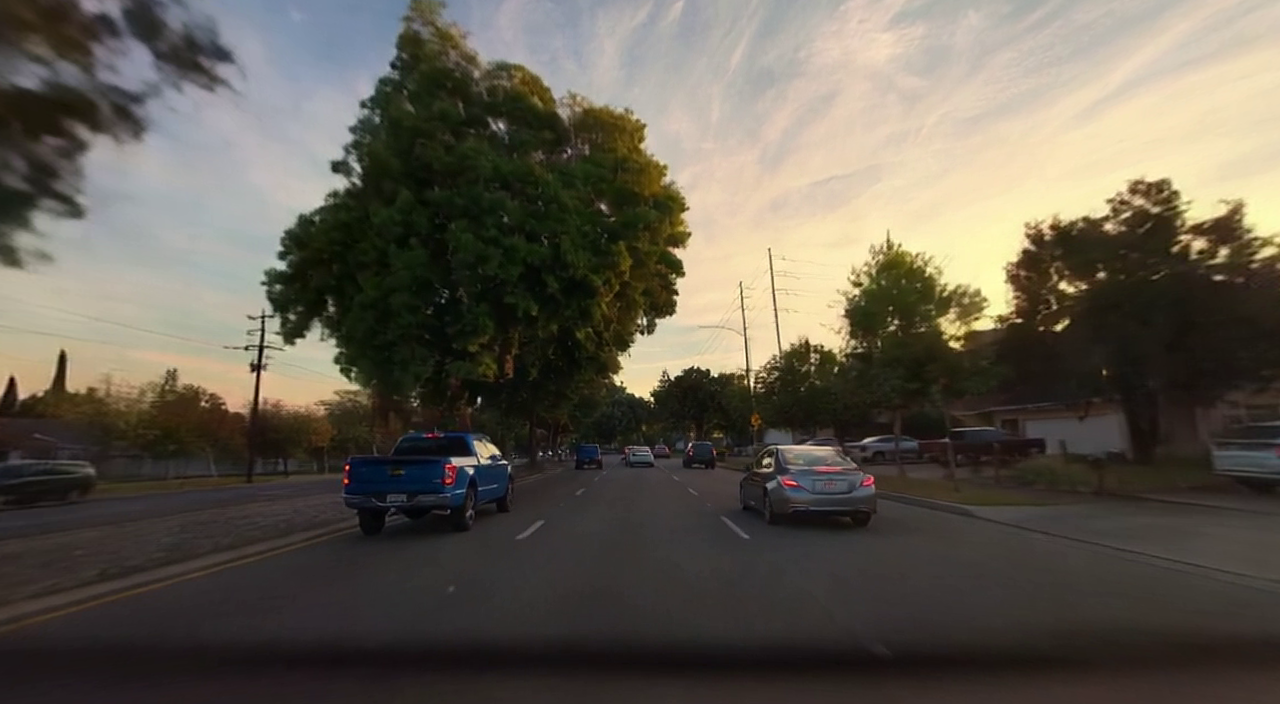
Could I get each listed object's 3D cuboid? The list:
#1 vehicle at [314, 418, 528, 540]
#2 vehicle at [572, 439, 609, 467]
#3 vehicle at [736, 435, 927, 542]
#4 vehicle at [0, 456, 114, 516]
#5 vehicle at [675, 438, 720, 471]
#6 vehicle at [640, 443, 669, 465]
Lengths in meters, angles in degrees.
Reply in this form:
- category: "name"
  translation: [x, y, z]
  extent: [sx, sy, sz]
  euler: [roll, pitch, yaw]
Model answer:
- category: "vehicle"
  translation: [-3.649, 2.232, 11.849]
  extent: [2.111, 1.745, 5.274]
  euler: [0, -8, 0]
- category: "vehicle"
  translation: [-3.427, 7.047, 44.191]
  extent: [2.218, 1.829, 4.492]
  euler: [0, -8, 0]
- category: "vehicle"
  translation: [2.983, 2.209, 10.917]
  extent: [1.884, 1.463, 4.195]
  euler: [0, -8, -1]
- category: "vehicle"
  translation: [-18.308, 3.894, 18.619]
  extent: [1.841, 1.554, 4.260]
  euler: [0, -8, 1]
- category: "vehicle"
  translation: [3.291, 5.994, 37.124]
  extent: [2.099, 1.845, 4.363]
  euler: [0, -8, -2]
- category: "vehicle"
  translation: [1.048, 7.877, 48.993]
  extent: [1.997, 1.636, 3.760]
  euler: [0, -8, -3]
